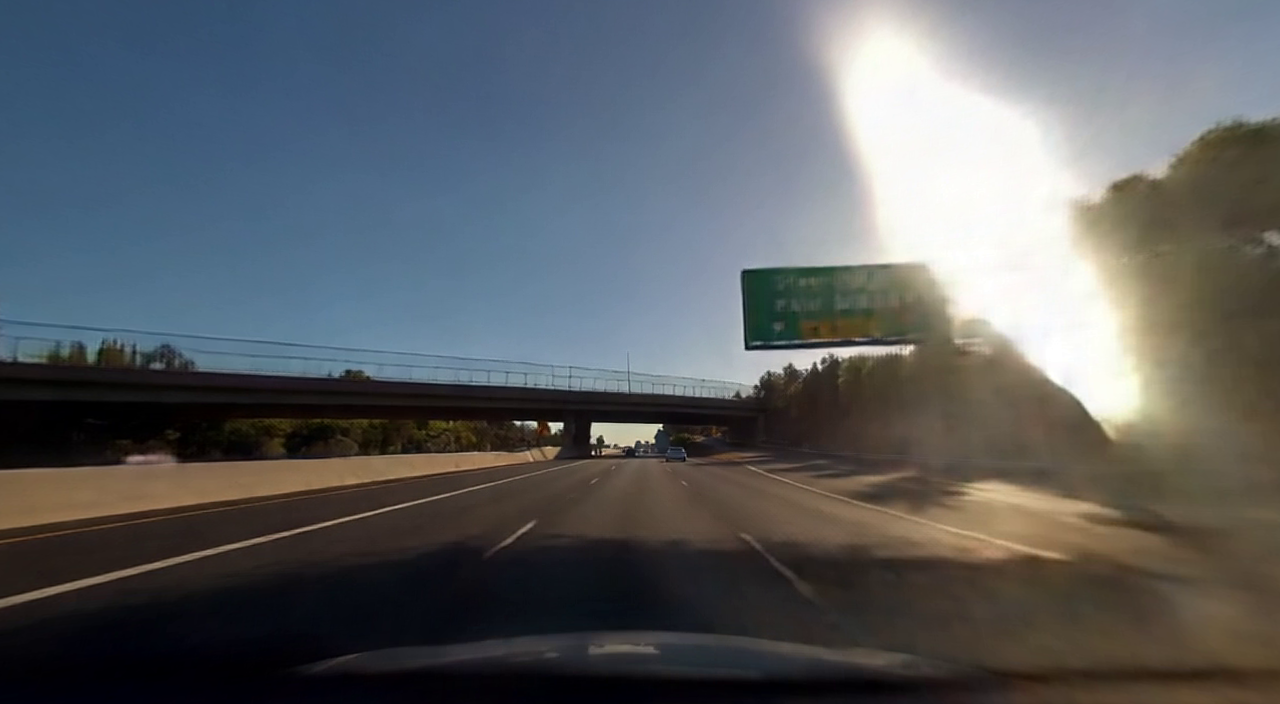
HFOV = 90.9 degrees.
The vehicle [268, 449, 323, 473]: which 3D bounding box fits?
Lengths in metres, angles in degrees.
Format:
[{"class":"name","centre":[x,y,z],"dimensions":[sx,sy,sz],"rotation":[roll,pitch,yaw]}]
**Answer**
[{"class":"vehicle","centre":[-20.272,6.399,37.218],"dimensions":[1.480,1.315,3.196],"rotation":[0,-8,-1]}]

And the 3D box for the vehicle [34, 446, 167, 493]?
[{"class":"vehicle","centre":[-17.128,3.705,20.208],"dimensions":[1.431,1.335,3.156],"rotation":[0,-8,0]}]
